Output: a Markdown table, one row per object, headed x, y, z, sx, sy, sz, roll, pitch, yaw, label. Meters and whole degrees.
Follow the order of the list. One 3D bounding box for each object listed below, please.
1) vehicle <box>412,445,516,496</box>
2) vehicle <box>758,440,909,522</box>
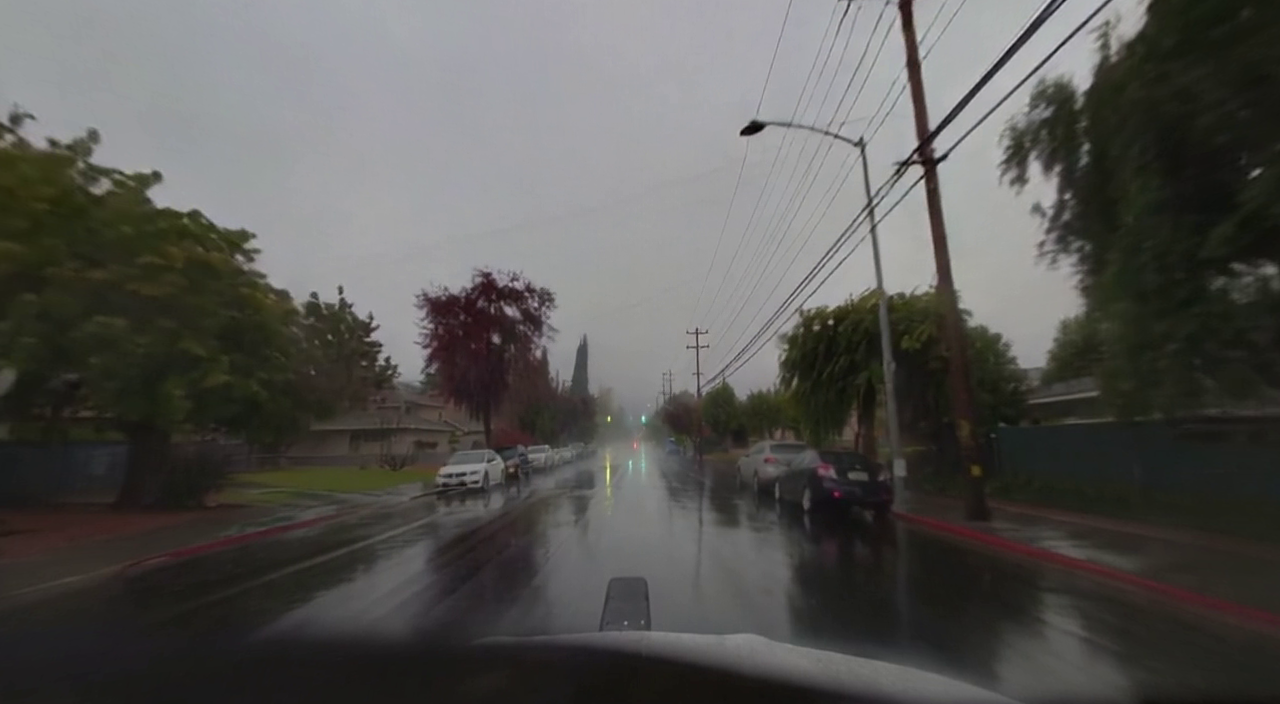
| x | y | z | sx | sy | sz | roll | pitch | yaw | label |
| --- | --- | --- | --- | --- | --- | --- | --- | --- | --- |
| -5.977 | 4.067 | 22.152 | 2.231 | 1.492 | 4.727 | 0 | -8 | 1 | vehicle |
| 3.853 | 2.621 | 13.369 | 1.851 | 1.438 | 4.177 | 0 | -9 | 0 | vehicle |
